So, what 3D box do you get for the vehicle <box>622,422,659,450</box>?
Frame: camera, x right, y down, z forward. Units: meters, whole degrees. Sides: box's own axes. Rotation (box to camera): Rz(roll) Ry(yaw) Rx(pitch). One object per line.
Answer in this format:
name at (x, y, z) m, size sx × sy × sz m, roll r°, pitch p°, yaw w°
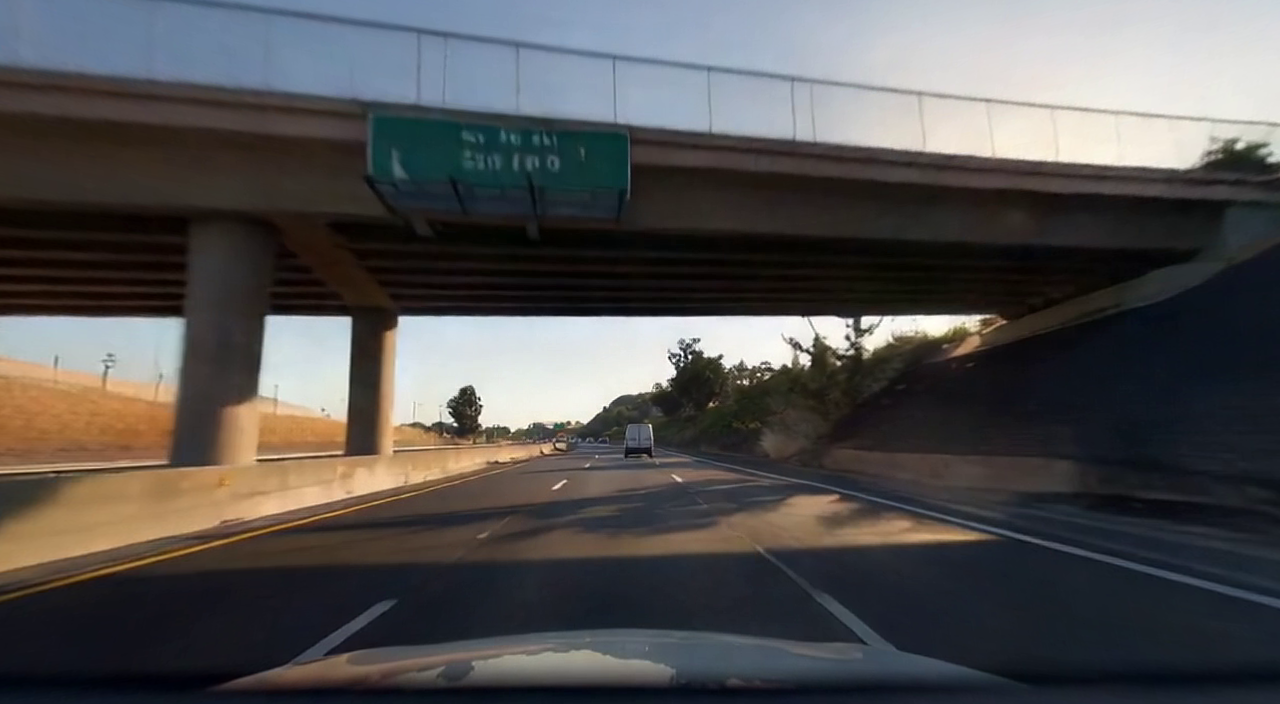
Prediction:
vehicle at (-0.027, 5.460, 40.749) m, size 2.157 × 1.647 × 4.524 m, roll 0°, pitch -8°, yaw -3°
